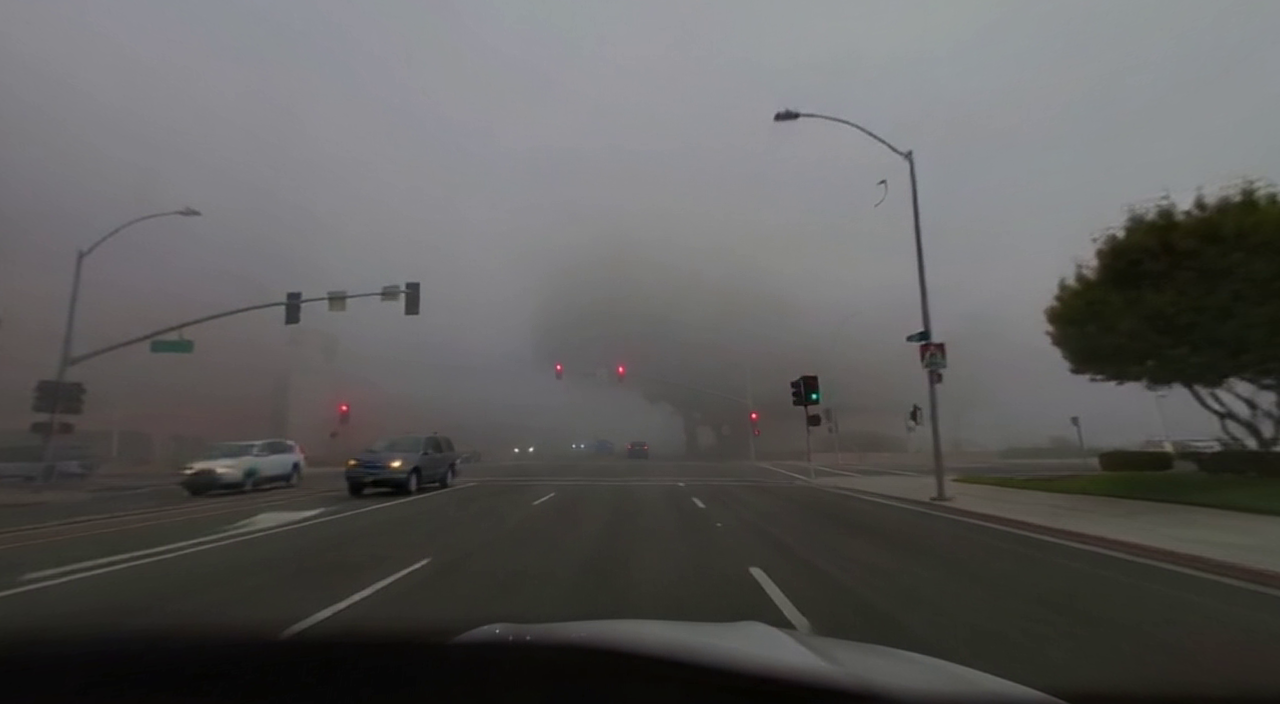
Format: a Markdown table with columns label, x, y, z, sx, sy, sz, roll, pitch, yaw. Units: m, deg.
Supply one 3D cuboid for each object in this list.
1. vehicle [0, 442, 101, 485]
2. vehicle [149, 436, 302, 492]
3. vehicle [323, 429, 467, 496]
| label | x | y | z | sx | sy | sz | roll | pitch | yaw |
| --- | --- | --- | --- | --- | --- | --- | --- | --- | --- |
| vehicle | -30.990 | 5.697 | 32.157 | 4.957 | 1.928 | 2.203 | -2 | -8 | -5 |
| vehicle | -14.695 | 3.976 | 22.881 | 2.167 | 1.787 | 4.882 | 0 | -9 | 1 |
| vehicle | -6.891 | 3.163 | 18.422 | 2.262 | 1.708 | 4.466 | 0 | -9 | 2 |
